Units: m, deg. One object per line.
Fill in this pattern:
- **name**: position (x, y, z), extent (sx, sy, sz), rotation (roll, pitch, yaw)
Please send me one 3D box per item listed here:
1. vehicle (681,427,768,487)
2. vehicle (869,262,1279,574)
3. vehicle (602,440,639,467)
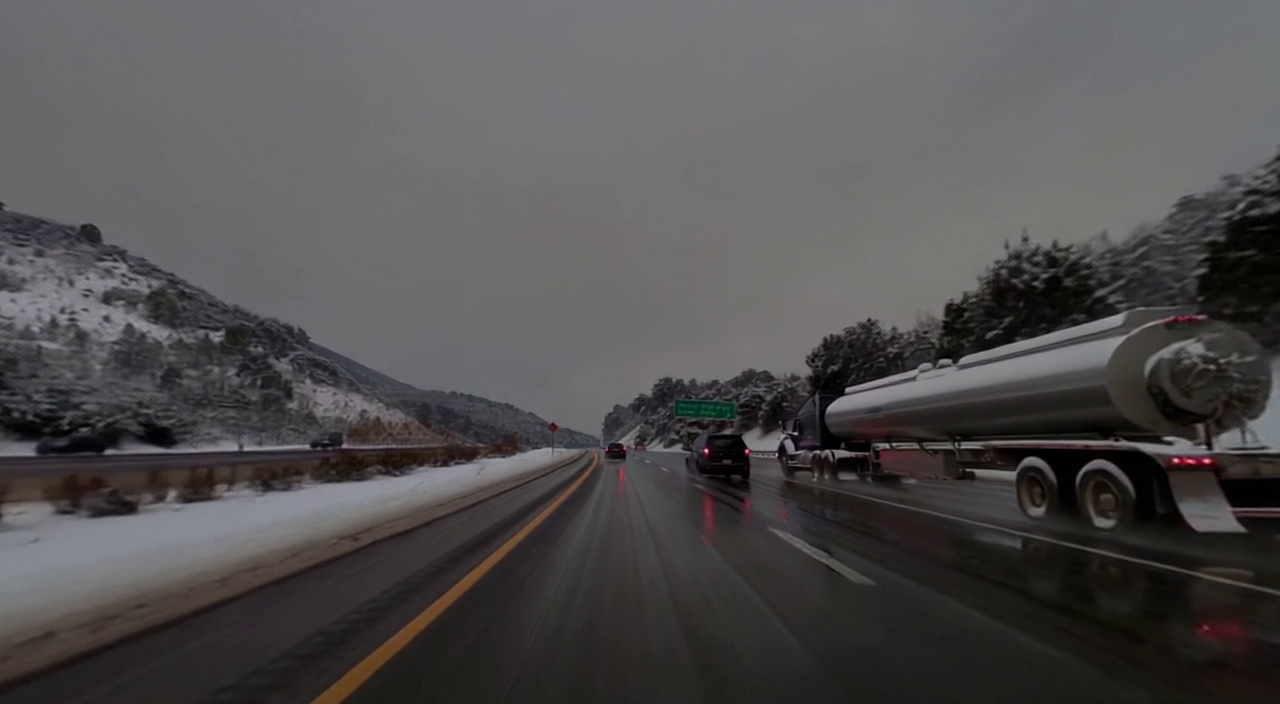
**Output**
- **vehicle**: position (2.723, 3.509, 21.465), extent (2.098, 1.794, 4.561), rotation (1, -8, -3)
- **vehicle**: position (7.499, 1.360, 11.479), extent (2.805, 3.212, 9.978), rotation (0, -8, -1)
- **vehicle**: position (-1.193, 6.028, 37.652), extent (2.083, 1.477, 3.965), rotation (1, -8, -3)
